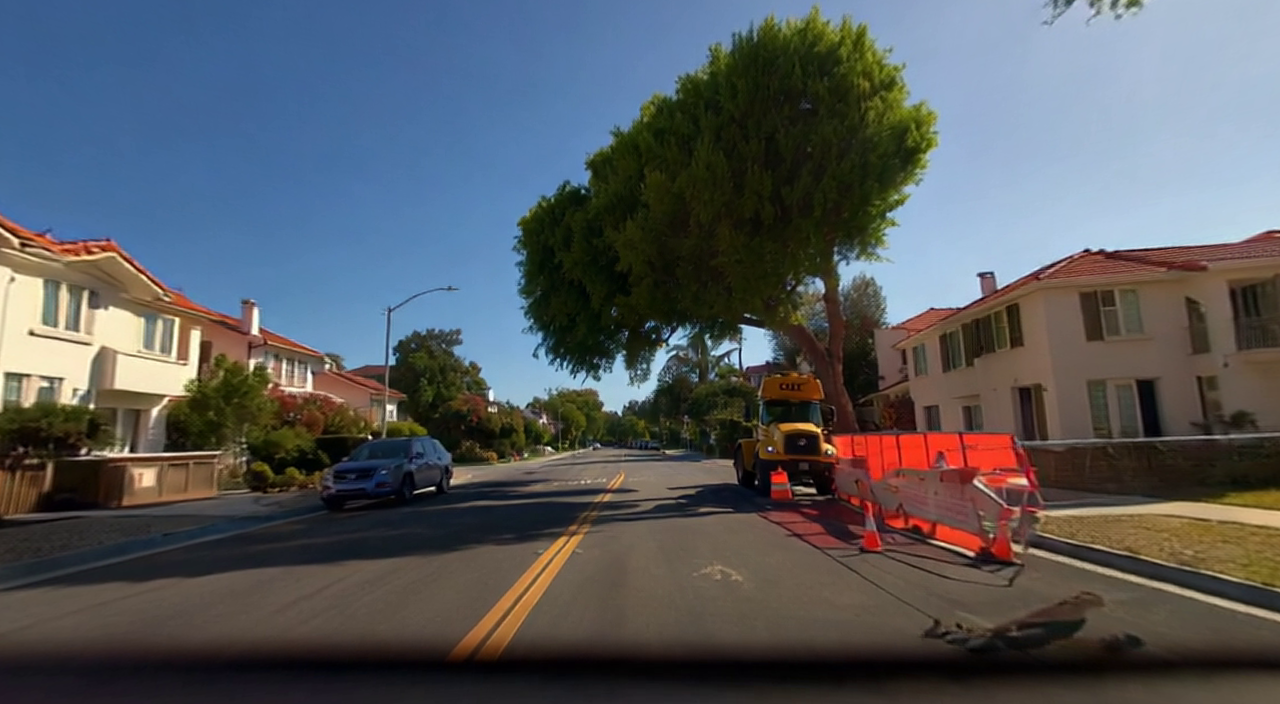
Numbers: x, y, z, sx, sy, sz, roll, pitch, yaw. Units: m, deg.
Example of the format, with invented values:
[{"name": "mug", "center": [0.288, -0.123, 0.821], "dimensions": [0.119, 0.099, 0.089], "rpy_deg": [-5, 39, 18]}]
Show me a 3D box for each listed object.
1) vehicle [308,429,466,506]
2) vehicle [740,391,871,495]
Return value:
[{"name": "vehicle", "center": [-6.538, 2.994, 17.058], "dimensions": [2.220, 1.765, 4.799], "rpy_deg": [0, -7, 1]}, {"name": "vehicle", "center": [4.497, 2.569, 17.848], "dimensions": [2.501, 2.613, 3.505], "rpy_deg": [1, -8, -5]}]
